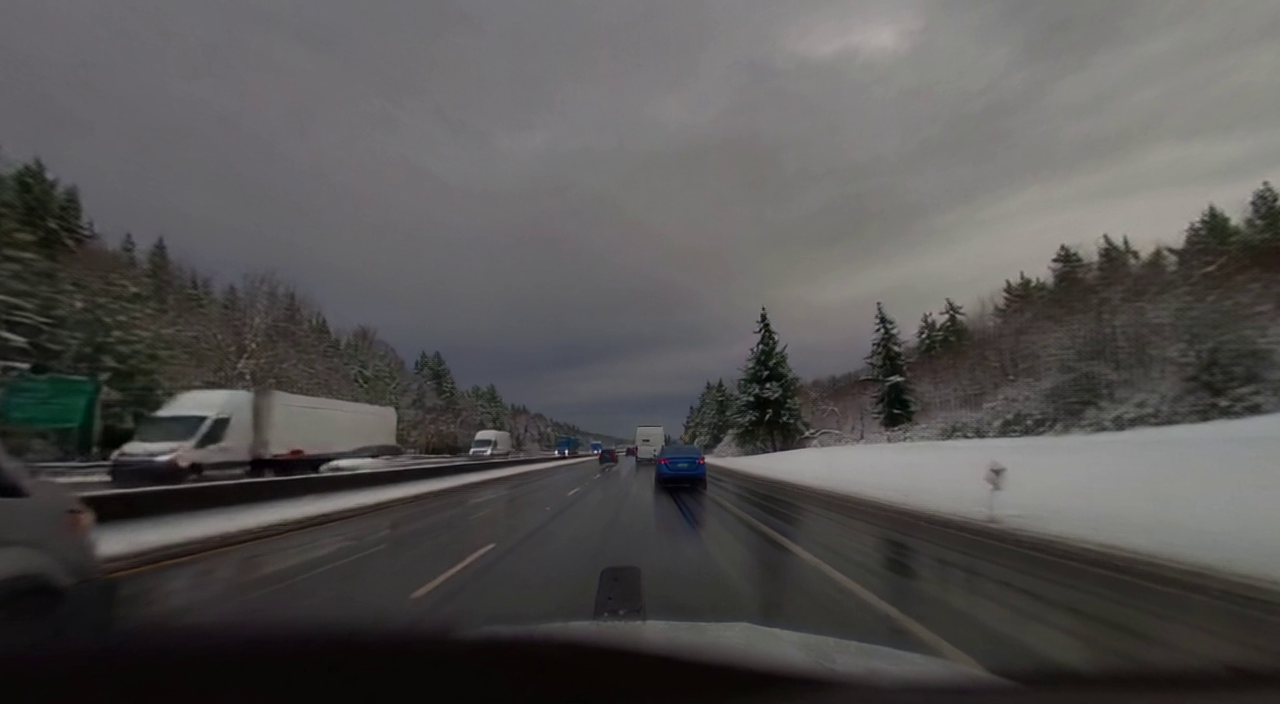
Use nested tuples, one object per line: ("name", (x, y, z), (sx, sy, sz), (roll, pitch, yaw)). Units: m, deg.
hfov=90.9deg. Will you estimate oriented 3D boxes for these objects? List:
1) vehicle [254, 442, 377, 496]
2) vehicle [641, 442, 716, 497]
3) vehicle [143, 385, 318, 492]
("vehicle", (-12.225, 4.410, 24.200), (2.042, 1.813, 4.926), (0, -9, 1))
("vehicle", (1.058, 3.497, 19.057), (2.012, 1.485, 3.649), (0, -9, 0))
("vehicle", (-16.714, 3.644, 26.405), (2.956, 3.936, 6.173), (0, -9, 1))
